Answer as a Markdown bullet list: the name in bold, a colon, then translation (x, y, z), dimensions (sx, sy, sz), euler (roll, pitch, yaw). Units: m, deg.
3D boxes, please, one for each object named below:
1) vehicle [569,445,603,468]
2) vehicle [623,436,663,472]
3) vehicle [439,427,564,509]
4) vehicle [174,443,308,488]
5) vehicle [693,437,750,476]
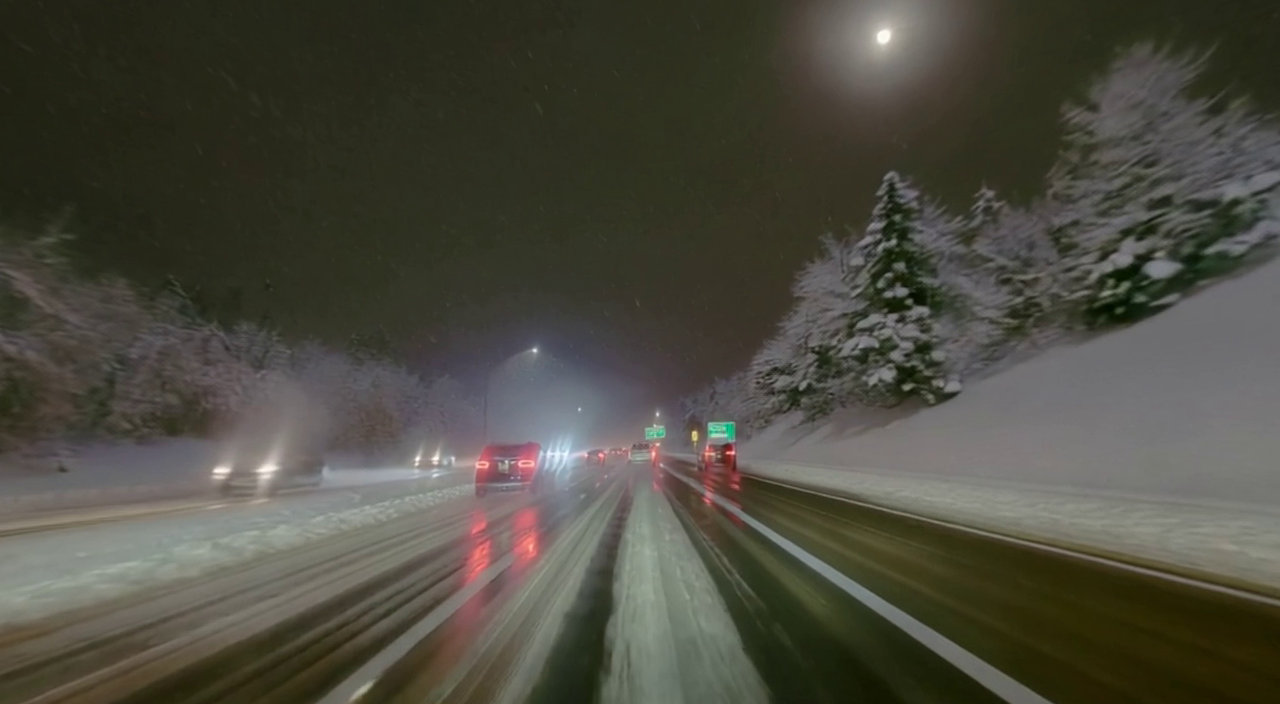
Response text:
- **vehicle**: translation (-3.707, 7.236, 43.846), dimensions (1.994, 1.475, 4.171), euler (0, -9, 0)
- **vehicle**: translation (0.144, 5.847, 36.333), dimensions (2.155, 1.909, 4.529), euler (0, -9, 0)
- **vehicle**: translation (-3.264, 2.857, 15.905), dimensions (2.089, 1.751, 4.515), euler (0, -9, 1)
- **vehicle**: translation (-17.998, 5.119, 28.872), dimensions (2.219, 1.821, 5.675), euler (0, -9, 2)
- **vehicle**: translation (4.025, 5.285, 32.017), dimensions (2.231, 1.807, 4.588), euler (0, -9, -1)
